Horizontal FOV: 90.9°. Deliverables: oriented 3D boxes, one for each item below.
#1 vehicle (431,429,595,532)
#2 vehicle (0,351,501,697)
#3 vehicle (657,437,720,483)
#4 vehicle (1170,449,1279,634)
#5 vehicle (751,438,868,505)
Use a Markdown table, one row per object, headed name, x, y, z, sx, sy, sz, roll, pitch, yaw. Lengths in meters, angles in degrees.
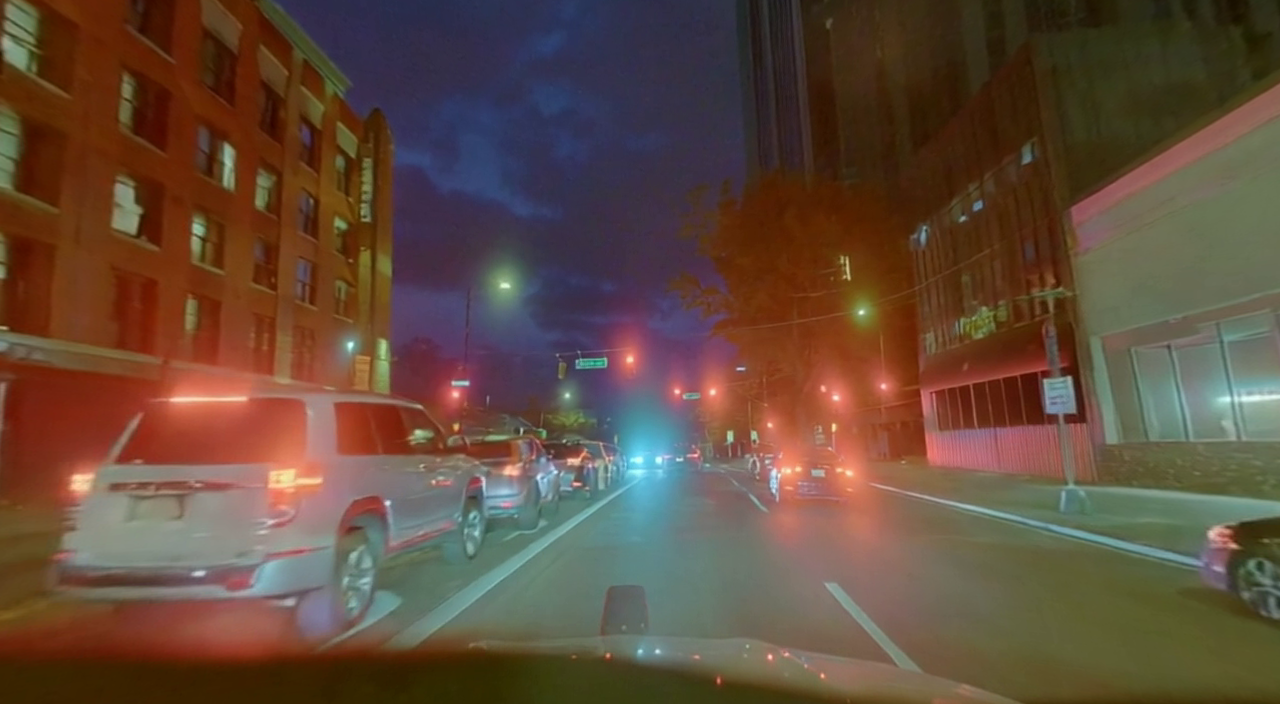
| name | x | y | z | sx | sy | sz | roll | pitch | yaw |
| --- | --- | --- | --- | --- | --- | --- | --- | --- | --- |
| vehicle | -2.095 | 2.277 | 11.844 | 1.857 | 1.531 | 4.481 | -1 | -8 | 4 |
| vehicle | -2.885 | 1.220 | 5.596 | 2.043 | 1.819 | 4.294 | -1 | -8 | 4 |
| vehicle | 1.784 | 3.953 | 23.358 | 2.102 | 1.521 | 4.078 | -1 | -8 | 4 |
| vehicle | 5.991 | 1.325 | 3.733 | 1.956 | 1.446 | 4.537 | -1 | -8 | 4 |
| vehicle | 4.197 | 3.022 | 16.458 | 2.150 | 1.464 | 4.467 | -1 | -8 | 5 |
